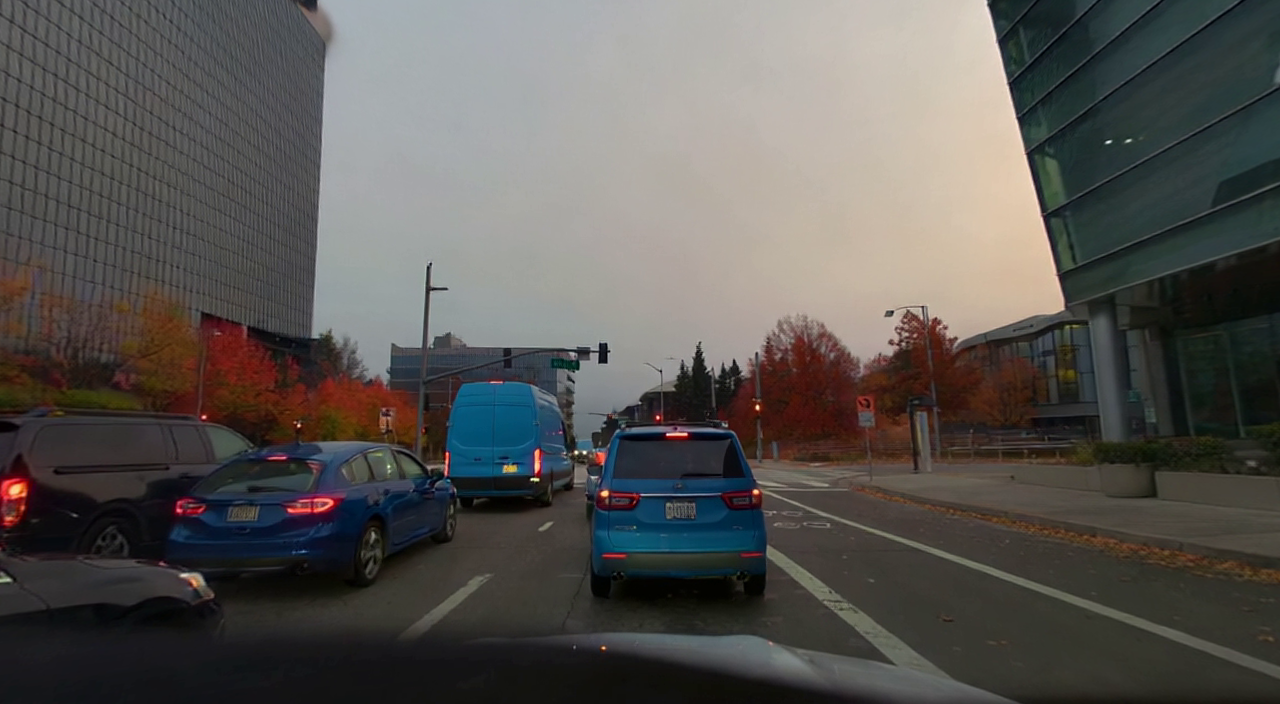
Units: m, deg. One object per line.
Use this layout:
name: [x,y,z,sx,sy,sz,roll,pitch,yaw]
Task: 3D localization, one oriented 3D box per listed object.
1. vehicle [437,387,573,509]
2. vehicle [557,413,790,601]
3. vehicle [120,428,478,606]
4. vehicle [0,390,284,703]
vehicle: [-3.255,2.538,16.598,2.343,2.635,5.684,0,-9,0]
vehicle: [0.198,1.597,7.214,1.979,1.562,3.630,0,-9,-3]
vehicle: [-3.486,1.754,7.568,1.955,1.499,4.223,0,-9,0]
vehicle: [-2.901,0.812,1.510,1.893,1.491,3.798,0,-9,-1]
